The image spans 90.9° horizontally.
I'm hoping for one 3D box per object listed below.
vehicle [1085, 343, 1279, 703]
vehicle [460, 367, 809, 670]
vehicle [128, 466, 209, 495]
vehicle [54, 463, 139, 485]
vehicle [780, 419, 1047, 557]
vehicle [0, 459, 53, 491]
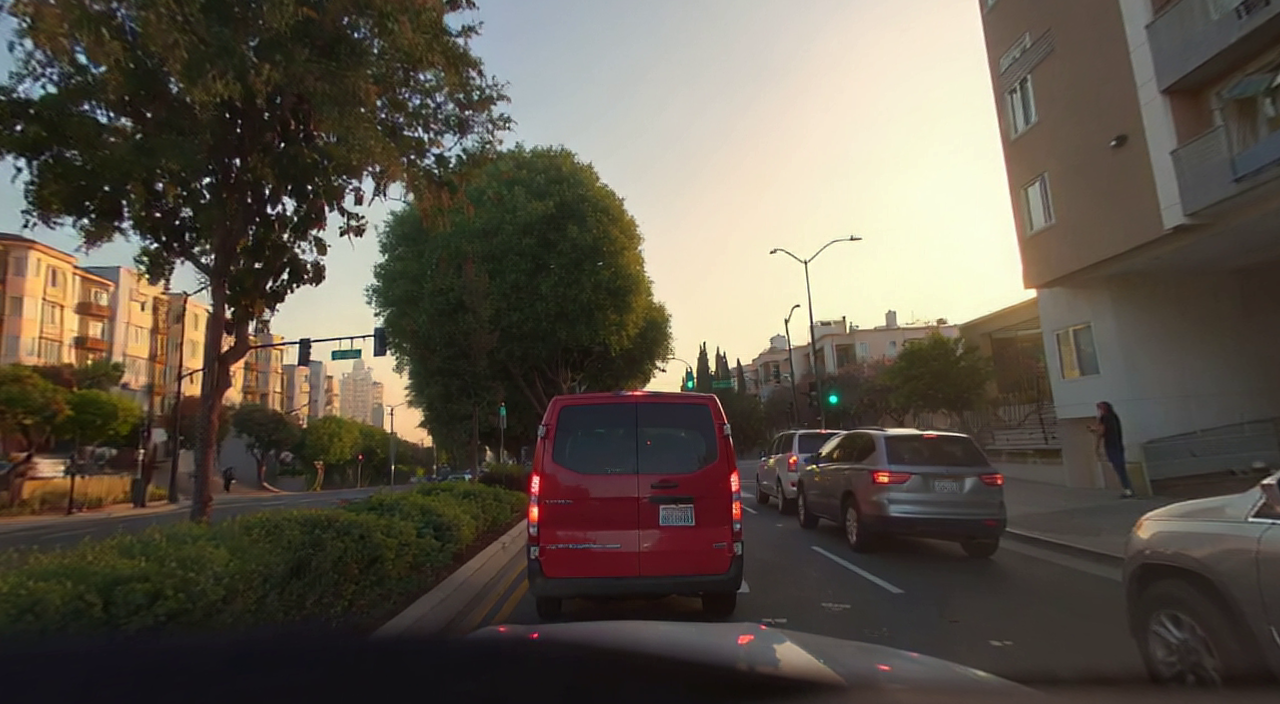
[{"bbox_3d":[3.811,0.694,1.736,2.157,1.748,4.130,0,-9,1],"label":"vehicle"},{"bbox_3d":[-0.031,1.323,6.040,2.101,1.828,4.270,0,-9,0],"label":"vehicle"},{"bbox_3d":[-33.244,9.071,44.527,4.292,1.492,1.772,-6,-14,-1],"label":"vehicle"},{"bbox_3d":[-38.446,8.631,44.641,4.396,1.458,1.809,-1,-9,2],"label":"vehicle"},{"bbox_3d":[3.922,2.039,10.228,2.061,1.676,4.734,0,-9,-2],"label":"vehicle"},{"bbox_3d":[-35.502,6.839,35.144,3.843,1.680,1.782,-1,-9,4],"label":"vehicle"}]
